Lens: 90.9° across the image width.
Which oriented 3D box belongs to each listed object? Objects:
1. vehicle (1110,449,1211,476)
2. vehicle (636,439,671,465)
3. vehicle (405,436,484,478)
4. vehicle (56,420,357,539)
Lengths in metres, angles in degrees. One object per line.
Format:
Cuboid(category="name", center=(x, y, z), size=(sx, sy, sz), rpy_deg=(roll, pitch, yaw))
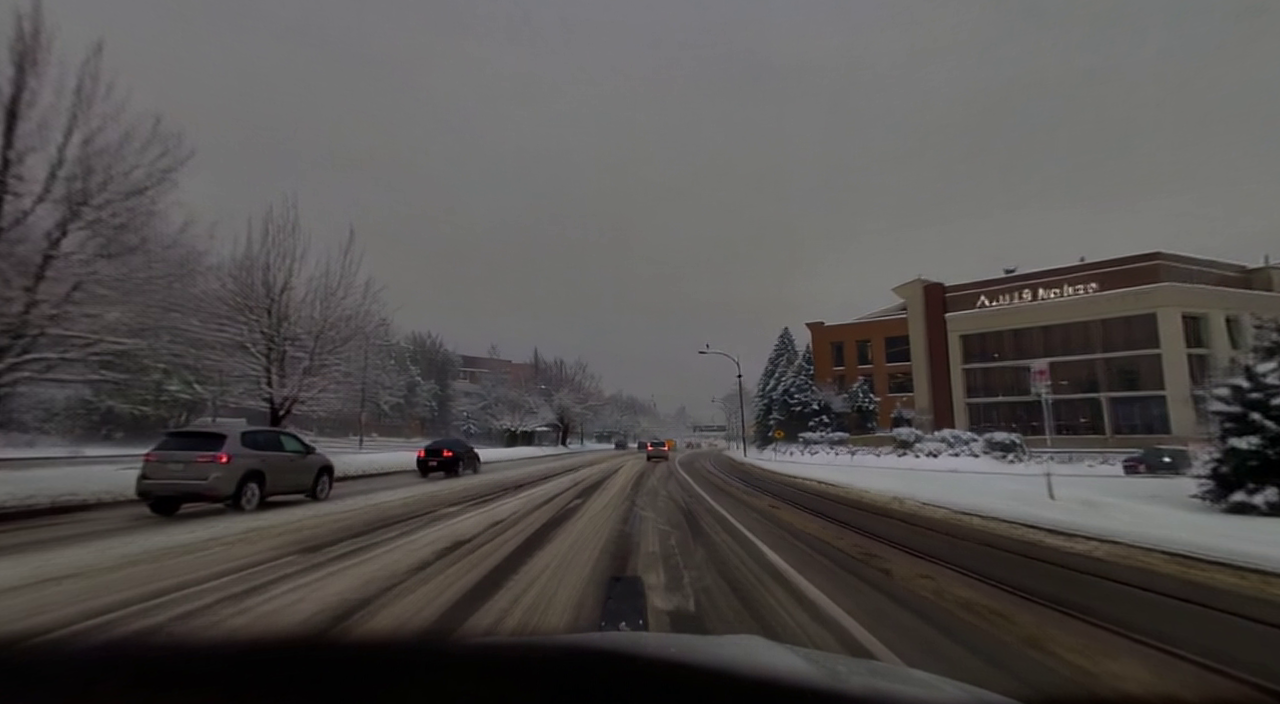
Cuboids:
Cuboid(category="vehicle", center=(31.876, 6.768, 38.843), size=(1.966, 1.494, 4.685), rpy_deg=(1, -9, -6))
Cuboid(category="vehicle", center=(1.028, 7.206, 45.543), size=(2.345, 1.803, 4.261), rpy_deg=(0, -9, 3))
Cuboid(category="vehicle", center=(-9.019, 4.887, 29.574), size=(2.097, 1.782, 4.682), rpy_deg=(0, -9, 2))
Cuboid(category="vehicle", center=(-7.460, 2.228, 11.651), size=(2.181, 1.728, 4.515), rpy_deg=(0, -9, 3))
